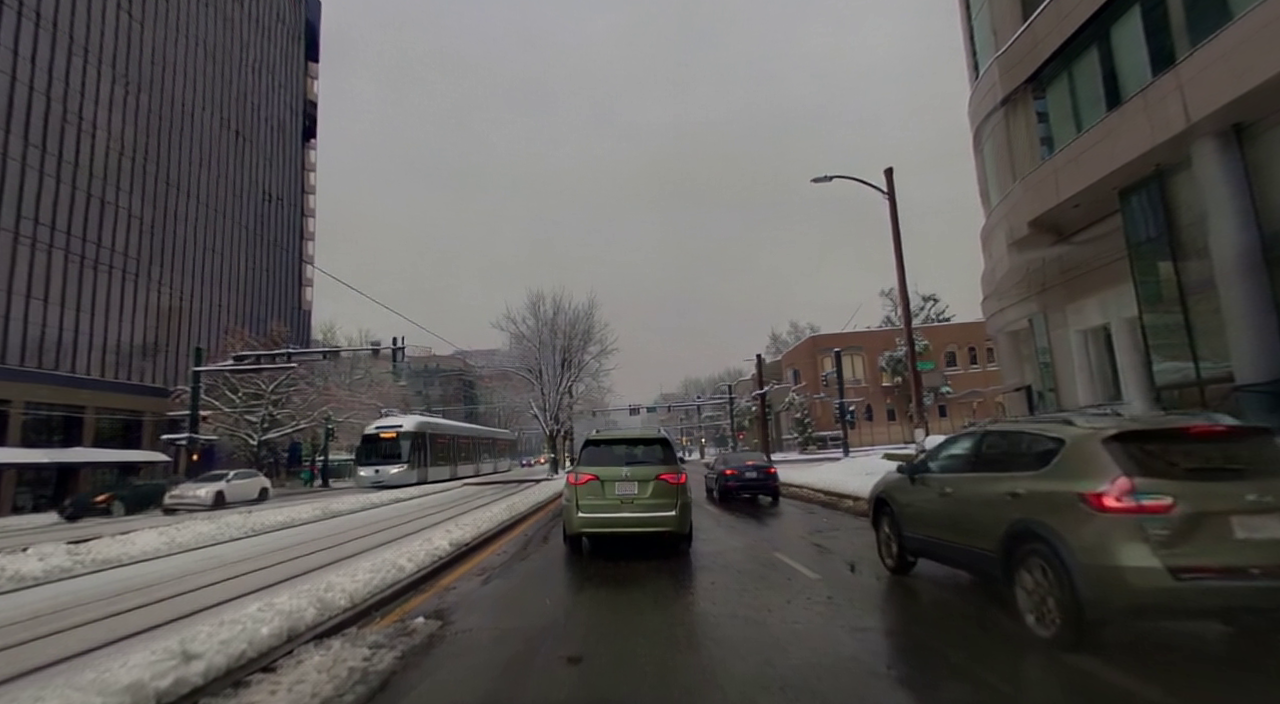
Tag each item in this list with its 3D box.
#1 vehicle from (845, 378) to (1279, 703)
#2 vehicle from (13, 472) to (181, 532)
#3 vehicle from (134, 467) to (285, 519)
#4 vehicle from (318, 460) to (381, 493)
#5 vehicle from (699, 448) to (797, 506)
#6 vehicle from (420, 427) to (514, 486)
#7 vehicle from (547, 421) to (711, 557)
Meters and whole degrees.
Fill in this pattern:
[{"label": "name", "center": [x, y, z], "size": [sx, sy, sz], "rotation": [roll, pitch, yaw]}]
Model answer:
[{"label": "vehicle", "center": [3.571, 1.323, 5.406], "size": [2.029, 1.717, 4.624], "rotation": [0, -8, -1]}, {"label": "vehicle", "center": [-19.053, 5.223, 22.531], "size": [2.066, 1.700, 4.536], "rotation": [0, -8, -2]}, {"label": "vehicle", "center": [-15.001, 4.921, 22.434], "size": [2.077, 1.458, 4.718], "rotation": [0, -8, 0]}, {"label": "vehicle", "center": [-18.909, 8.105, 41.406], "size": [1.933, 1.919, 4.913], "rotation": [0, -8, -2]}, {"label": "vehicle", "center": [3.023, 3.583, 18.667], "size": [1.993, 1.480, 4.324], "rotation": [0, -9, -2]}, {"label": "vehicle", "center": [-10.970, 6.763, 41.498], "size": [3.053, 3.359, 10.539], "rotation": [0, -8, 1]}, {"label": "vehicle", "center": [-0.230, 2.137, 10.601], "size": [2.178, 1.779, 4.255], "rotation": [0, -8, -2]}]
